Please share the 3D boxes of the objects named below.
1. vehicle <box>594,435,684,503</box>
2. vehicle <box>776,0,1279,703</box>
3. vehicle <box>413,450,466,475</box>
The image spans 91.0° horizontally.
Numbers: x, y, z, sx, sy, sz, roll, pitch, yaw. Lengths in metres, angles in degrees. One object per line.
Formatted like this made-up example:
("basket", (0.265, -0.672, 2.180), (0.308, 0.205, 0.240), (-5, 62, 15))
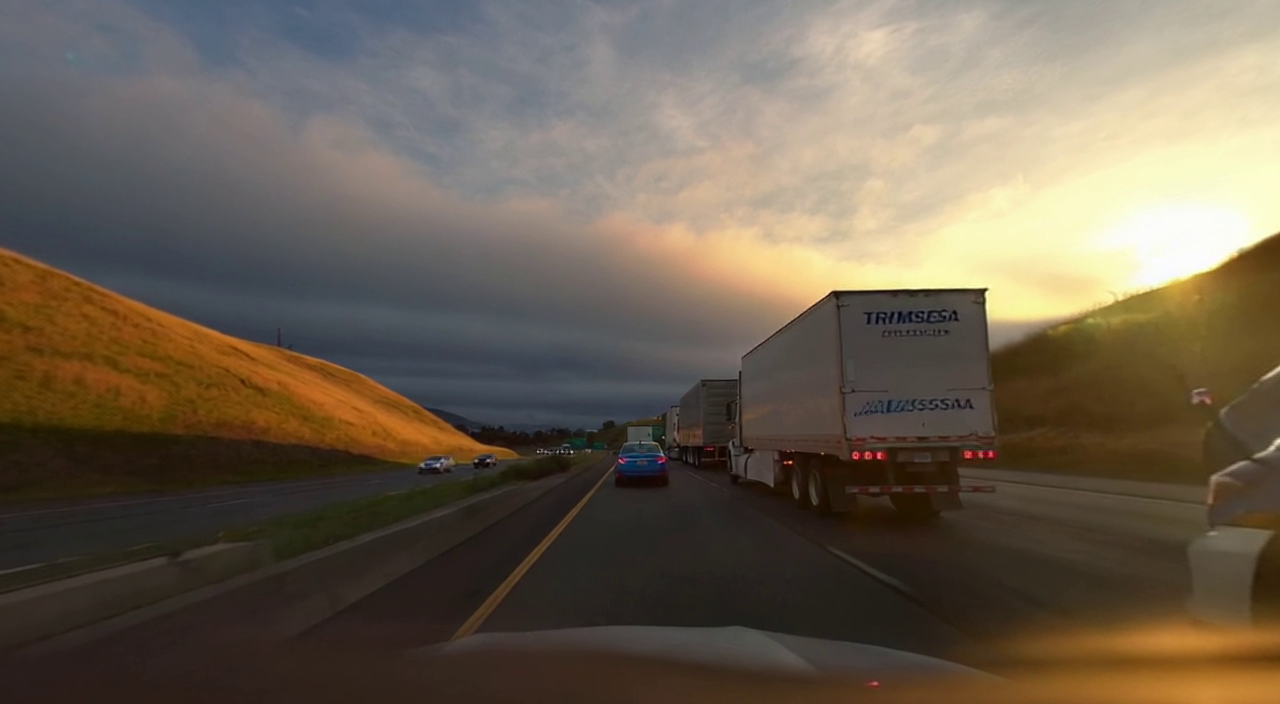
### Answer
("vehicle", (-0.054, 2.927, 16.203), (2.045, 1.507, 3.763), (-1, -8, -1))
("vehicle", (4.339, -0.291, 4.048), (3.410, 4.438, 14.410), (0, -8, -1))
("vehicle", (-13.902, 7.660, 43.886), (2.046, 1.490, 4.634), (-1, -8, 2))
